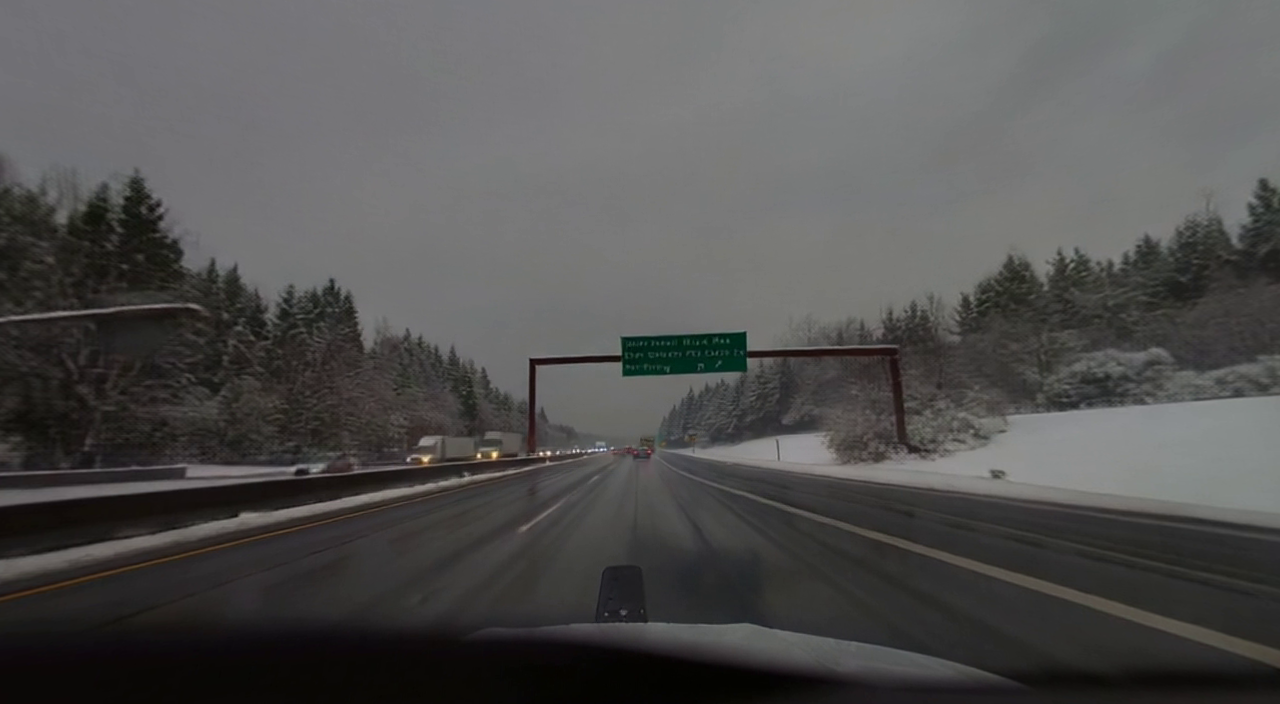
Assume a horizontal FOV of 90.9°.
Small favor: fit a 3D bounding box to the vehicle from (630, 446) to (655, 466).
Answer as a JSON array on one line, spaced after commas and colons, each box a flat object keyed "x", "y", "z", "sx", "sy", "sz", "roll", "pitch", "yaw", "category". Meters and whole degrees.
[{"x": 0.182, "y": 7.985, "z": 48.436, "sx": 1.860, "sy": 1.473, "sz": 3.689, "roll": 0, "pitch": -9, "yaw": 1, "category": "vehicle"}]

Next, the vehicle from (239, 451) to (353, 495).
[{"x": -12.551, "y": 4.408, "z": 23.346, "sx": 1.829, "sy": 1.472, "sz": 4.158, "roll": 0, "pitch": -9, "yaw": 1, "category": "vehicle"}]
